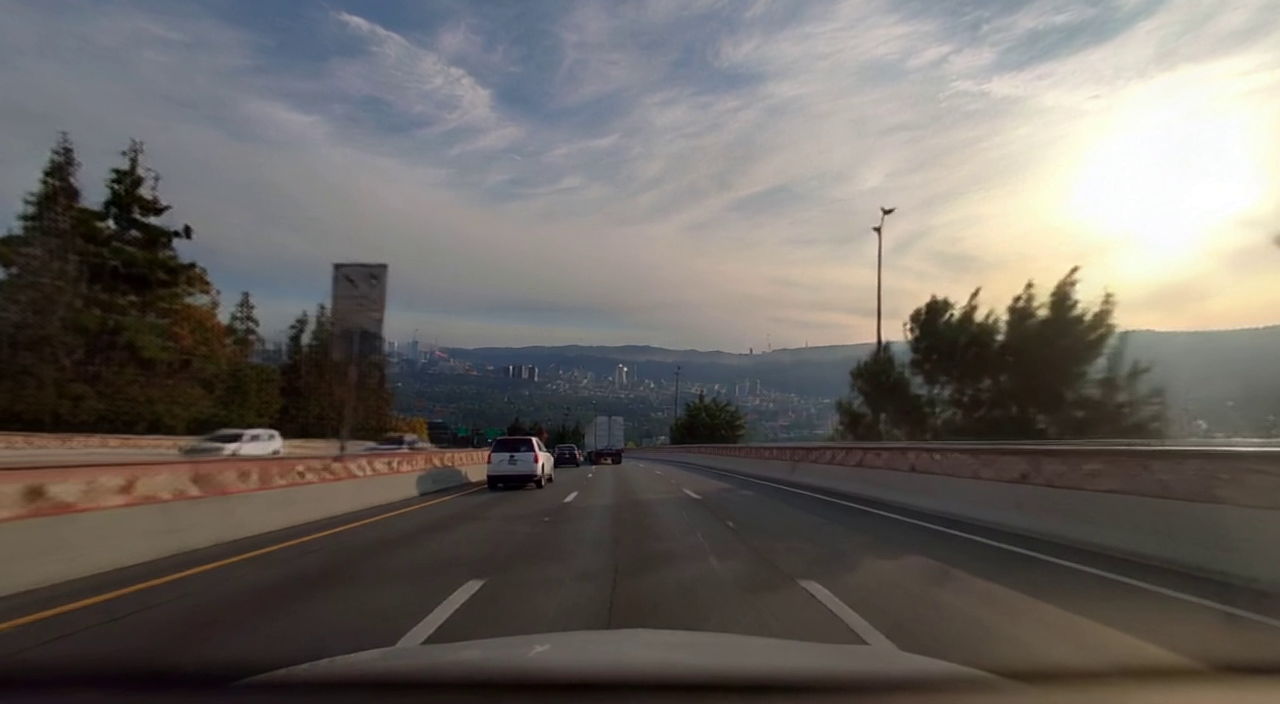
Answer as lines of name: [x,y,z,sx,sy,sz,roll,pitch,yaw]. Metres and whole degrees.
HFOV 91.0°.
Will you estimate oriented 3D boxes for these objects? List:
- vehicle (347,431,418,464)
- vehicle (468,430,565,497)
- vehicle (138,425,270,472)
vehicle: [-13.925,5.203,34.359,2.010,1.660,4.699,1,-9,-2]
vehicle: [-3.519,3.276,18.869,2.041,1.734,4.391,0,-9,-1]
vehicle: [-17.827,3.997,26.141,2.142,1.723,4.781,1,-9,-2]
